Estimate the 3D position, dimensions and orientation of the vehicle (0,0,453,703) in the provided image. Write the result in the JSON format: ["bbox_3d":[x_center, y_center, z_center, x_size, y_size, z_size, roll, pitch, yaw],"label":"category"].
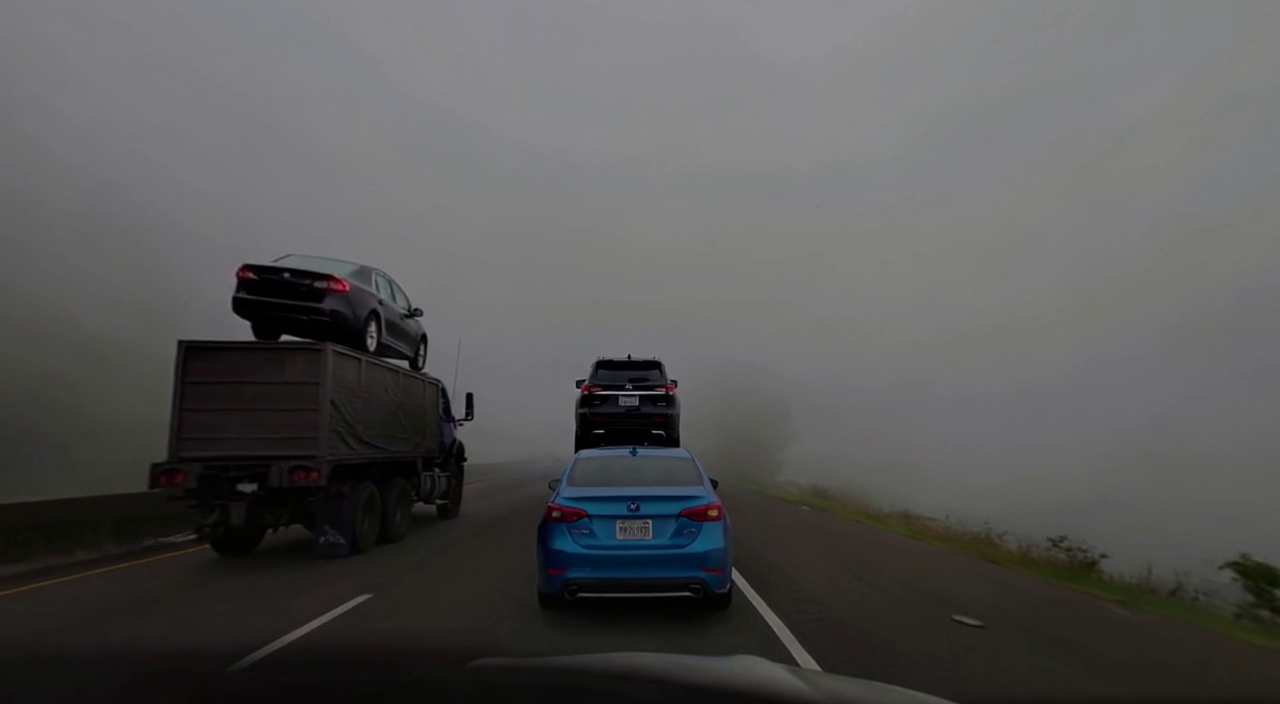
[{"bbox_3d":[-4.549,-0.065,3.365,2.836,4.059,14.286,0,-9,0],"label":"vehicle"}]

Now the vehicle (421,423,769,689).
[{"bbox_3d":[-0.275,1.439,5.404,1.991,1.507,3.391,0,-9,-1],"label":"vehicle"}]
